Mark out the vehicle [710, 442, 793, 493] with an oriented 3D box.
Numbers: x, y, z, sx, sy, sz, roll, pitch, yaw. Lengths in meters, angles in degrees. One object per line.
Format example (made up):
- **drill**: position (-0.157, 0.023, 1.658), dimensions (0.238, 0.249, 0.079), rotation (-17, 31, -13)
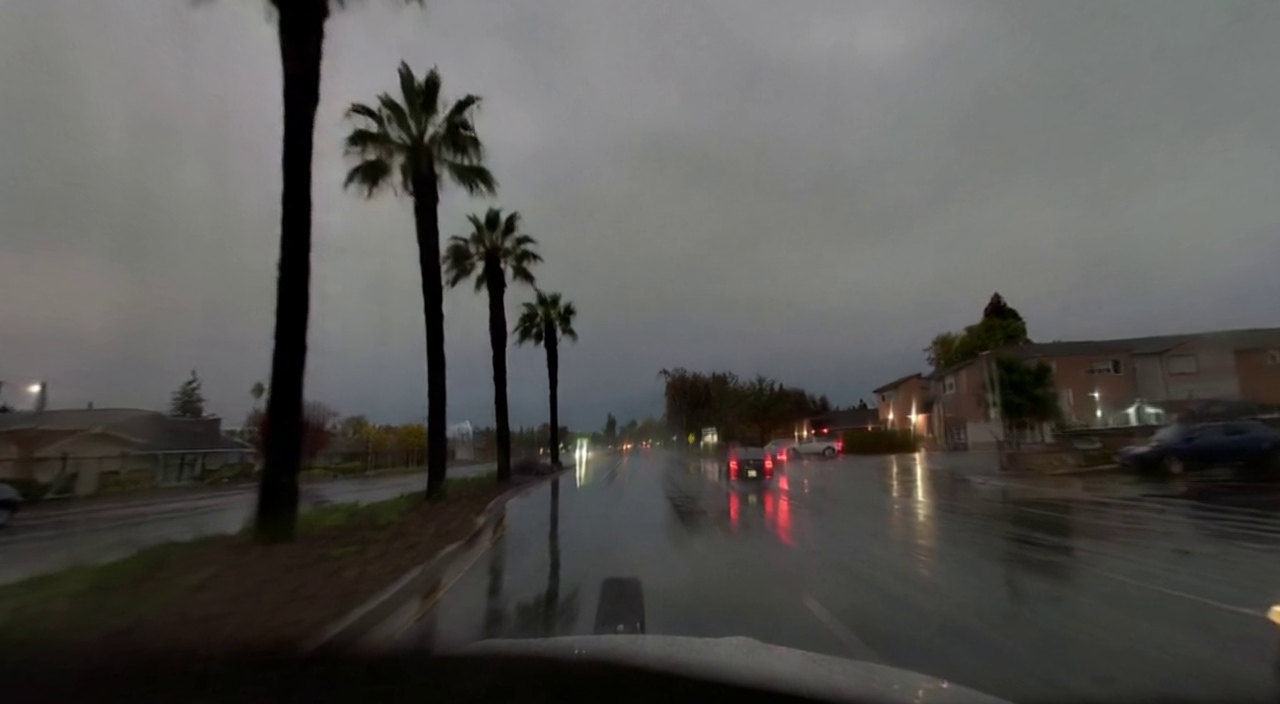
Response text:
- **vehicle**: position (3.587, 3.804, 21.140), dimensions (1.989, 1.492, 4.689), rotation (0, -9, 1)
